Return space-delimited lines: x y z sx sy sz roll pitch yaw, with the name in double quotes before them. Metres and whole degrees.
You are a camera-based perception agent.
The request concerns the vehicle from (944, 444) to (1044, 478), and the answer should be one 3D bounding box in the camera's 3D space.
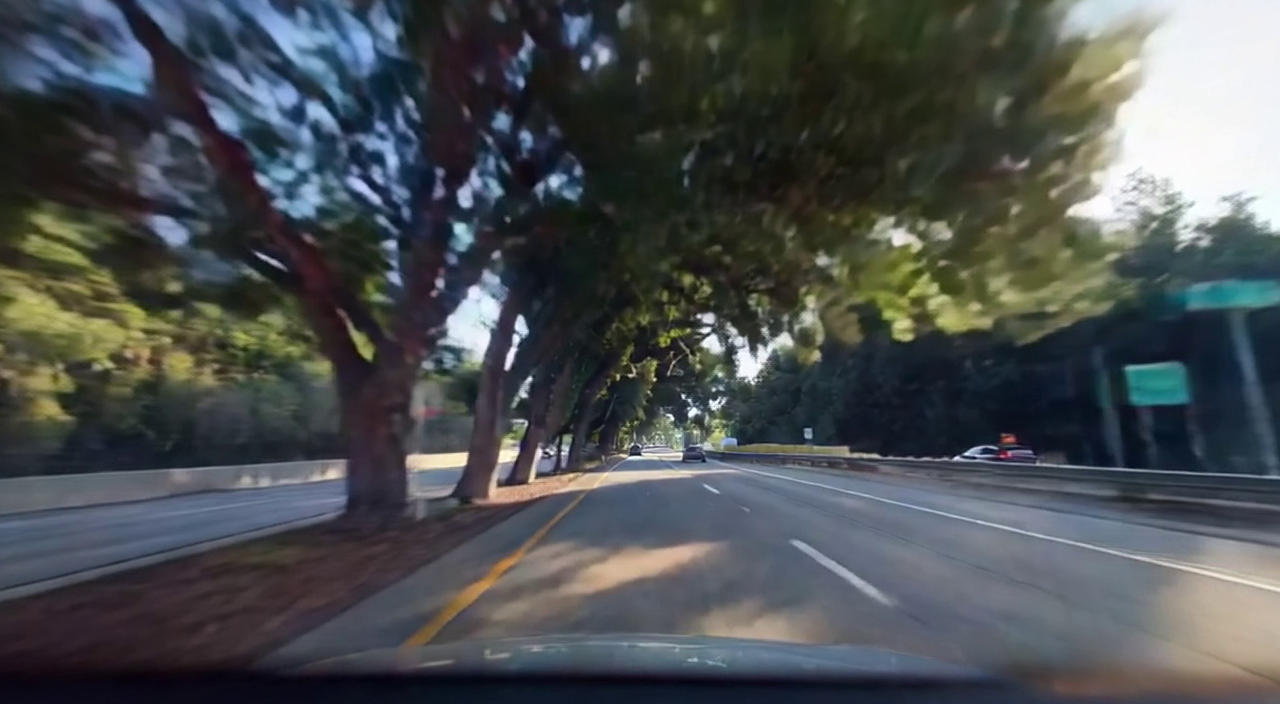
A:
"vehicle" 15.379 4.750 27.623 1.926 1.386 3.719 1 -9 -6
